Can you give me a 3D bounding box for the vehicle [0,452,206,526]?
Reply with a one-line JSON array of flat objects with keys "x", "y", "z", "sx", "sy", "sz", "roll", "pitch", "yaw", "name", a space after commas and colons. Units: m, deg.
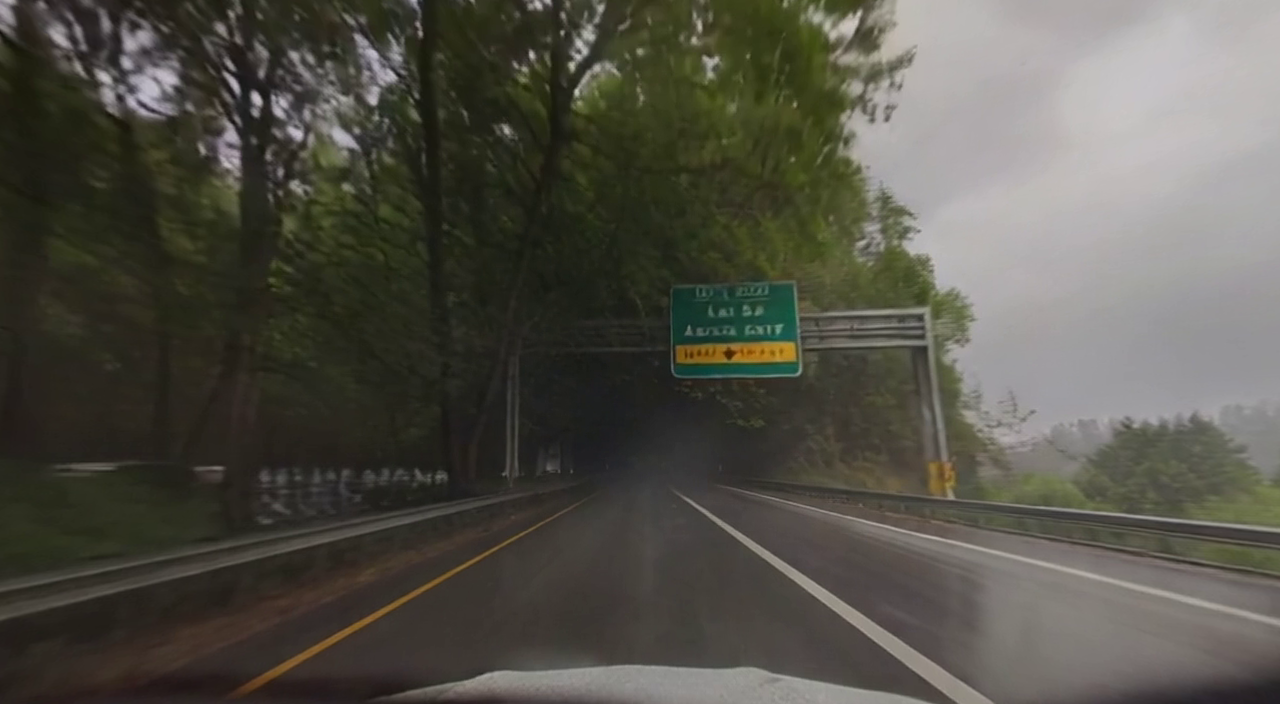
[{"x": -12.875, "y": 3.205, "z": 15.114, "sx": 1.858, "sy": 1.466, "sz": 4.258, "roll": 1, "pitch": -11, "yaw": 0, "name": "vehicle"}]
